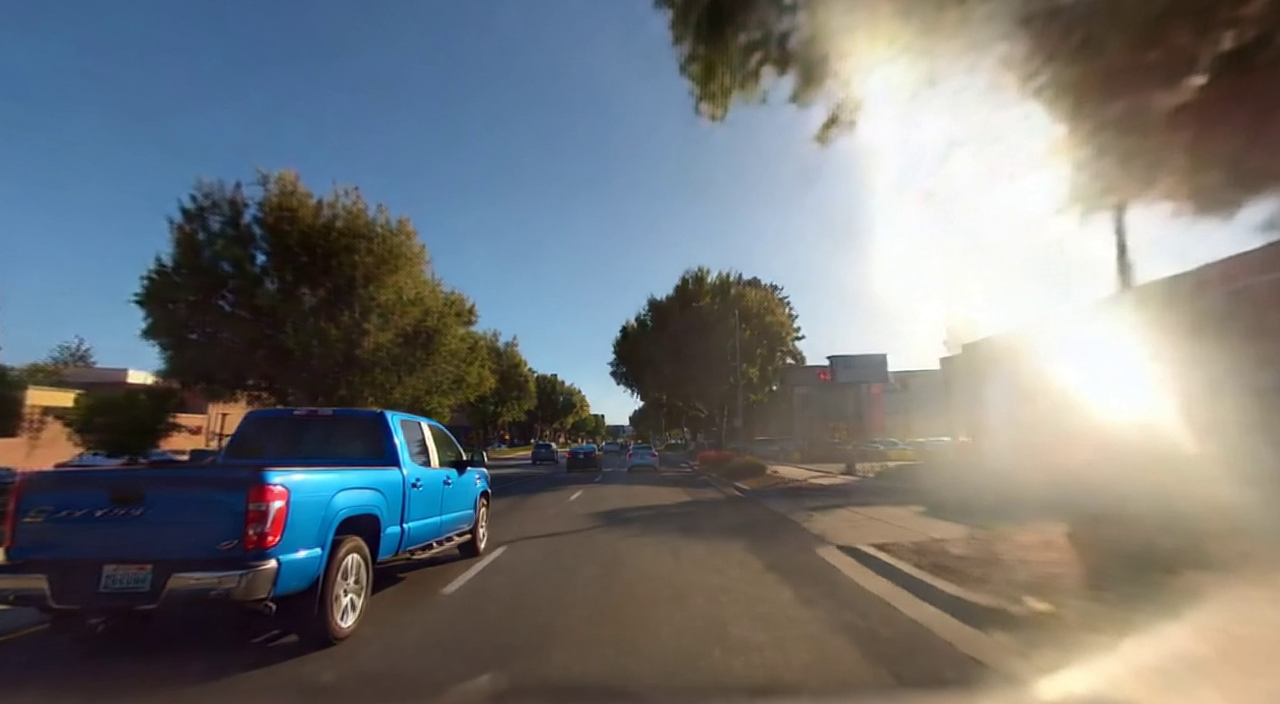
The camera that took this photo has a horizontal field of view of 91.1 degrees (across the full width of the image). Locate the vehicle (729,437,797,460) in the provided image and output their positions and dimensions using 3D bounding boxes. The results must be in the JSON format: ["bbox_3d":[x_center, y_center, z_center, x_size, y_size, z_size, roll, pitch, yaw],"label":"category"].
[{"bbox_3d":[9.790,7.657,49.965,5.109,1.735,1.997,3,-9,-25],"label":"vehicle"}]

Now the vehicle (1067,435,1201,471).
[{"bbox_3d":[22.124,4.553,28.371,4.437,1.485,2.027,-5,-9,31],"label":"vehicle"}]

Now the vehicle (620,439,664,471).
[{"bbox_3d":[0.098,5.503,33.722,2.191,1.530,4.470,-1,-8,0],"label":"vehicle"}]

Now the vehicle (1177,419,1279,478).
[{"bbox_3d":[20.372,3.044,19.958,4.501,1.780,2.082,-5,-10,29],"label":"vehicle"}]

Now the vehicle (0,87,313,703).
[{"bbox_3d":[-3.471,0.294,1.183,2.733,2.495,5.037,-1,-8,3],"label":"vehicle"}]

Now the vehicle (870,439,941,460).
[{"bbox_3d":[20.955,7.682,49.633,4.836,1.567,2.051,-6,-10,31],"label":"vehicle"}]

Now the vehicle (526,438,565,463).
[{"bbox_3d":[-7.284,7.629,48.902,2.146,1.788,5.153,-1,-8,0],"label":"vehicle"}]
